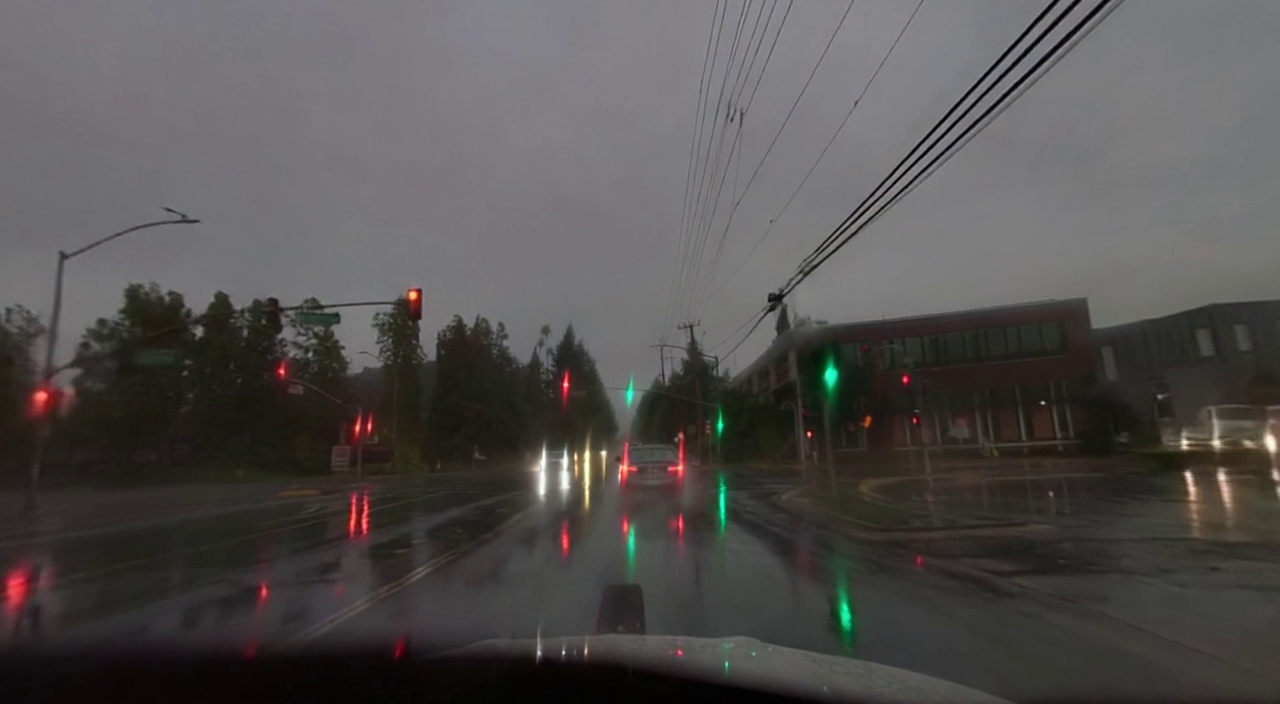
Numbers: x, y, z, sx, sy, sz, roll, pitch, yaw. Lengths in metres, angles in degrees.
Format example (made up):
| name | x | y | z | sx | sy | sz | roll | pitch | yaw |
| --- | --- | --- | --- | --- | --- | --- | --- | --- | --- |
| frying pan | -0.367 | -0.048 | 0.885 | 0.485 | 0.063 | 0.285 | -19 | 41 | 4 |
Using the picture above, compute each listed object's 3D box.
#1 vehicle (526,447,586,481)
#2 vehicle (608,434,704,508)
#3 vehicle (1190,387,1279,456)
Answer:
| name | x | y | z | sx | sy | sz | roll | pitch | yaw |
| --- | --- | --- | --- | --- | --- | --- | --- | --- | --- |
| vehicle | -3.911 | 5.285 | 30.139 | 2.153 | 1.474 | 4.284 | 0 | -9 | 2 |
| vehicle | 0.357 | 2.980 | 16.218 | 2.156 | 1.636 | 3.923 | 0 | -9 | 0 |
| vehicle | 42.702 | 4.802 | 43.498 | 5.749 | 4.403 | 3.494 | -3 | -9 | 7 |
